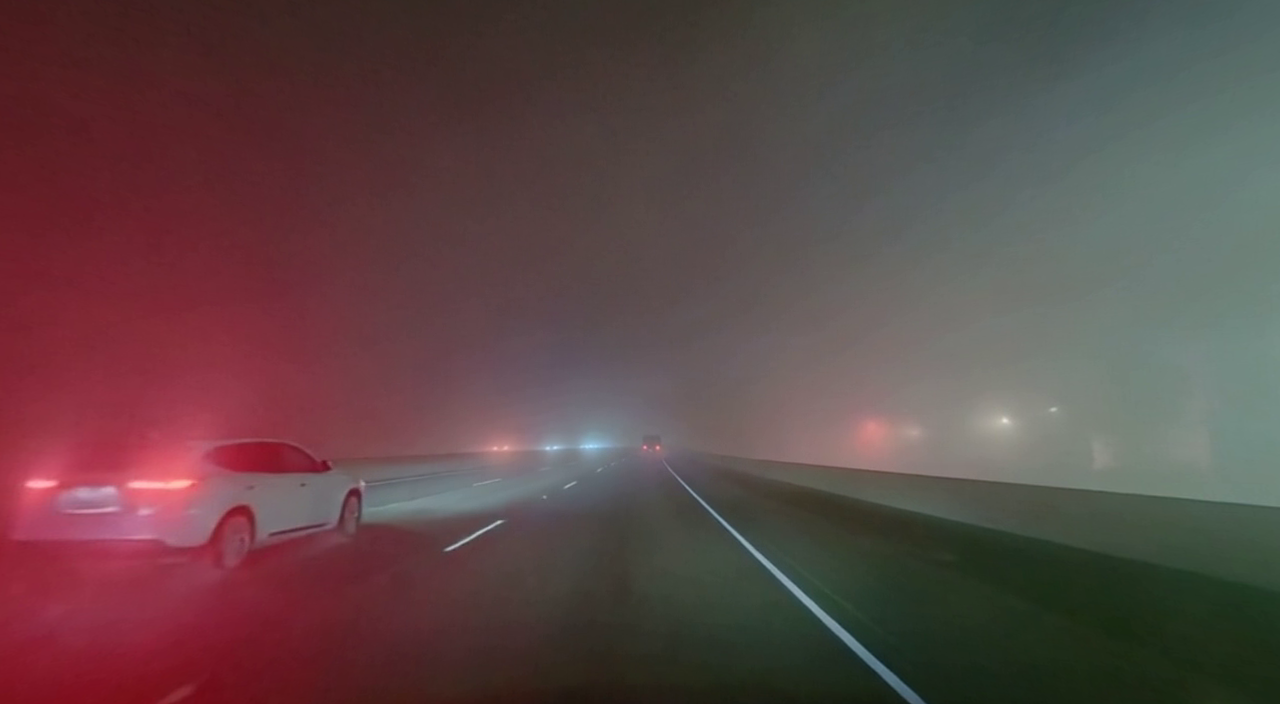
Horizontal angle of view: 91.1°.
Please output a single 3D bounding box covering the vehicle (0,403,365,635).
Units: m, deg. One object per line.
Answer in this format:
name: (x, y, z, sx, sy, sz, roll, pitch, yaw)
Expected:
vehicle: (-4.873, 1.474, 6.520, 1.961, 1.540, 4.487, 0, -9, 1)
